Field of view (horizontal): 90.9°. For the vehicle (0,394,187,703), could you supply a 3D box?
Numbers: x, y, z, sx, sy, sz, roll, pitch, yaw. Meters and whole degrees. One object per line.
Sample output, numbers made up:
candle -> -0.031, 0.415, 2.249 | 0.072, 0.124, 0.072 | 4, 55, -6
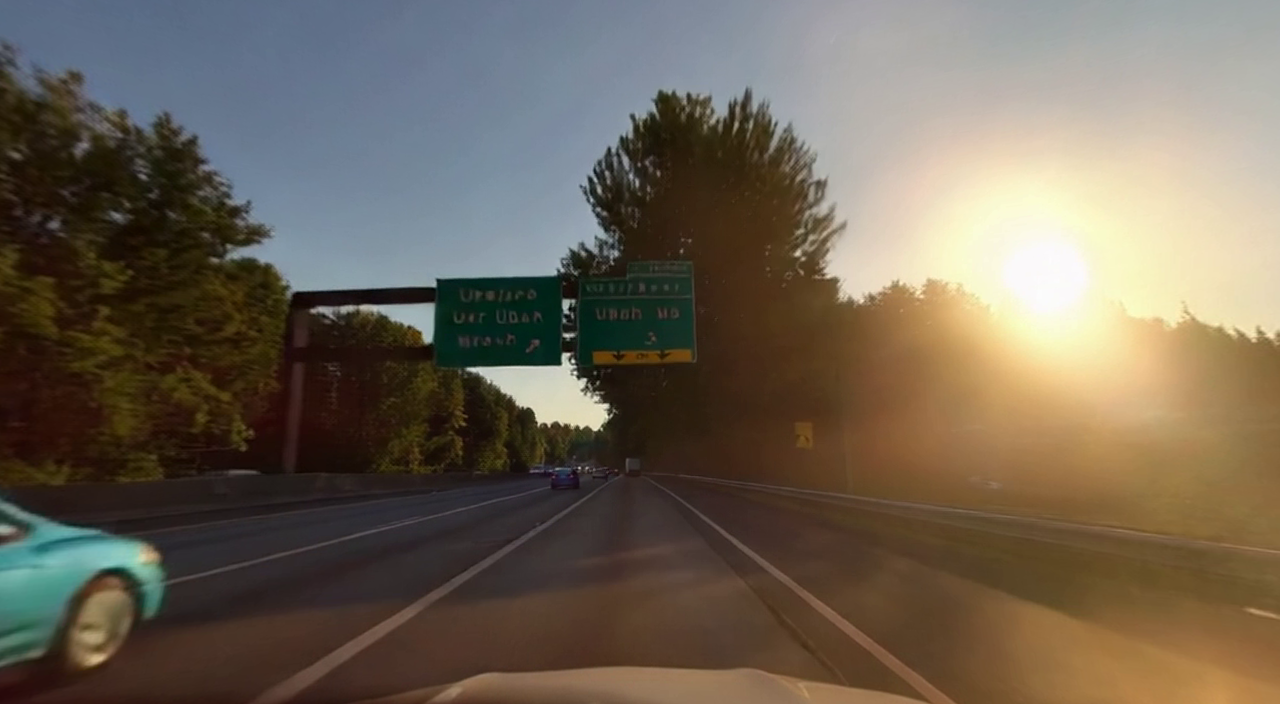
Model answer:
vehicle -> -4.058, 0.780, 1.685 | 2.117, 1.635, 4.750 | 1, -10, 0

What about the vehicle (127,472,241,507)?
vehicle -> -20.589, 6.212, 28.743 | 1.754, 1.417, 4.619 | 1, -11, 0

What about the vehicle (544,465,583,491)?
vehicle -> -4.754, 7.920, 39.692 | 1.995, 1.467, 4.467 | 1, -10, -1
